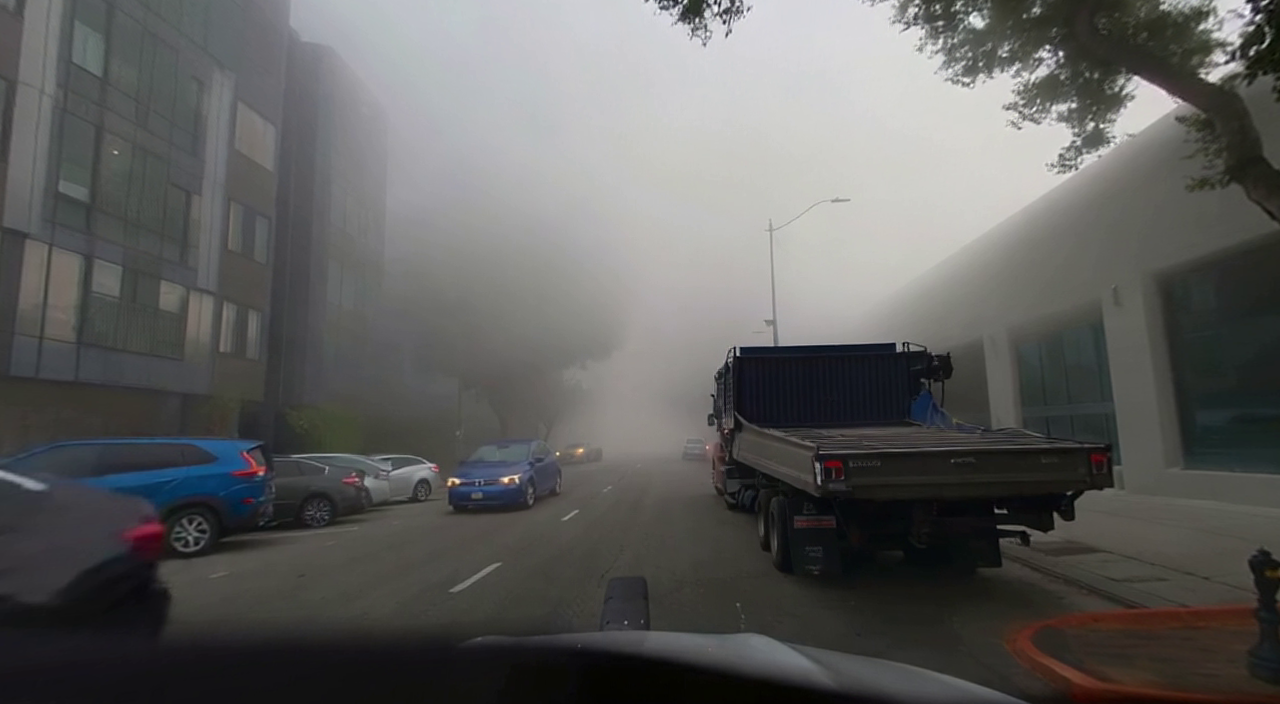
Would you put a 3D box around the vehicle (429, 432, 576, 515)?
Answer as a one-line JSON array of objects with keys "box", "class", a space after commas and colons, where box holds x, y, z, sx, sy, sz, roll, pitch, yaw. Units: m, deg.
[{"box": [-3.011, 2.781, 15.017, 2.311, 1.631, 4.510, 0, -8, 2], "class": "vehicle"}]

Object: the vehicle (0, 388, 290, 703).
[{"box": [-3.347, 0.835, 1.642, 2.183, 1.563, 4.257, -1, -8, 4], "class": "vehicle"}]

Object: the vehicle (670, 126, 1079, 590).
[{"box": [2.509, 0.799, 11.278, 3.320, 4.034, 11.553, -1, -8, 6], "class": "vehicle"}]
